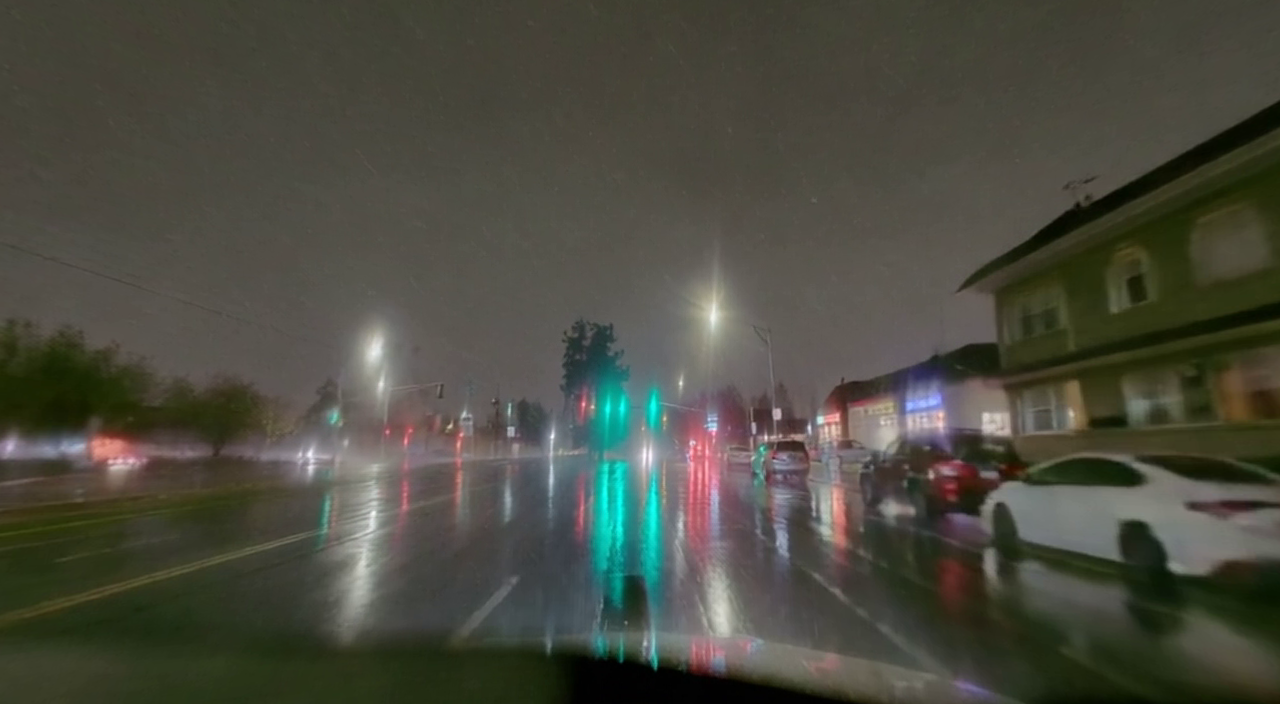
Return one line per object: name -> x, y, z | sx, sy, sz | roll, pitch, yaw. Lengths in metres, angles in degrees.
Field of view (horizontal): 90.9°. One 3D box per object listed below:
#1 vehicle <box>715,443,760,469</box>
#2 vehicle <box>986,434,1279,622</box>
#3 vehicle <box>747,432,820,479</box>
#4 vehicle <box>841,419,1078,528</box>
vehicle -> 6.111, 6.596, 40.050 | 2.057, 1.541, 4.735 | 0, -9, -1
vehicle -> 5.929, 1.644, 6.598 | 1.855, 1.463, 4.729 | 1, -9, -1
vehicle -> 6.040, 4.430, 27.154 | 1.931, 1.814, 4.870 | 0, -9, 0
vehicle -> 5.880, 2.321, 12.588 | 1.965, 1.705, 5.114 | 1, -9, -1
